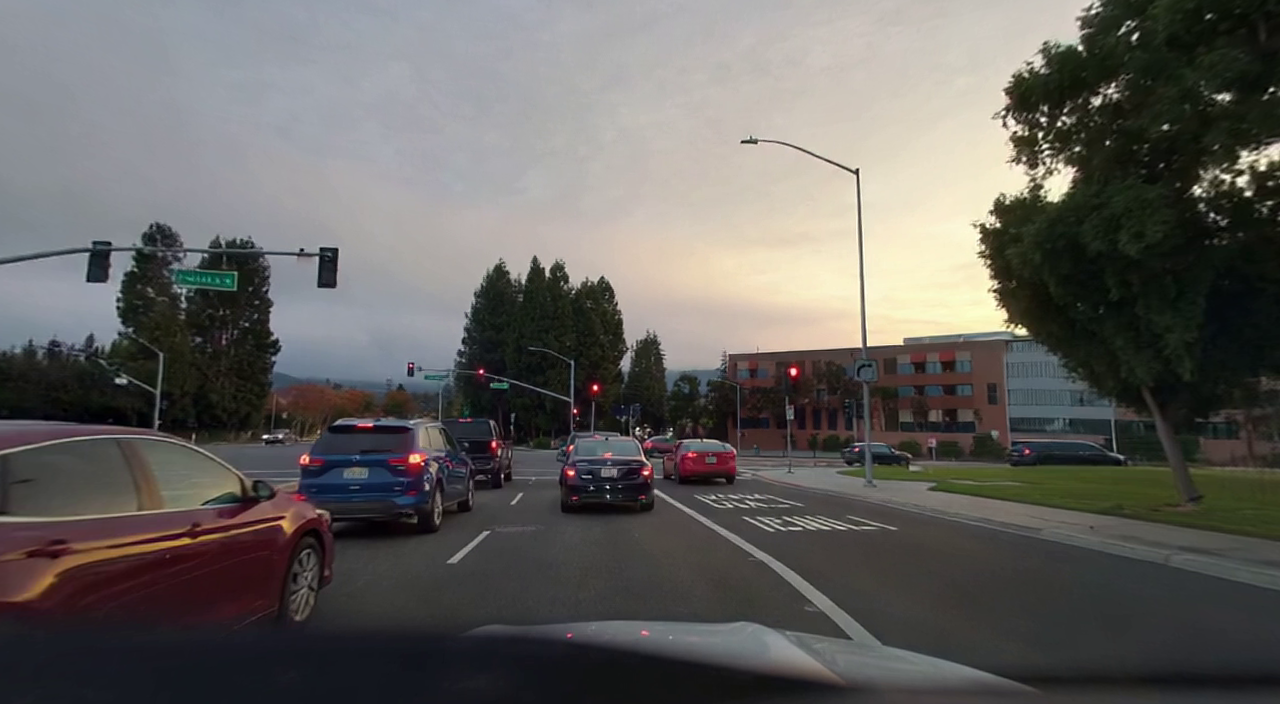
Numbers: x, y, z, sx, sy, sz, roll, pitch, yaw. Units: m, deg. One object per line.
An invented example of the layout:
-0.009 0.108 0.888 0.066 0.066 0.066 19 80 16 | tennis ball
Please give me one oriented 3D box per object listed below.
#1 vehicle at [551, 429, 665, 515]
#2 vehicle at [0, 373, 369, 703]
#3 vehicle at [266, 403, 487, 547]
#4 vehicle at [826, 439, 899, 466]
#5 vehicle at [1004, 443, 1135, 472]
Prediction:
-0.808 2.433 13.364 2.001 1.483 4.442 1 -9 -6 | vehicle
-3.186 0.946 2.800 2.105 1.510 4.643 0 -8 -3 | vehicle
-3.752 1.830 9.992 1.924 1.737 4.387 1 -9 -5 | vehicle
15.709 7.118 44.747 4.394 1.802 1.924 1 -9 -8 | vehicle
31.778 7.817 46.964 7.585 1.987 3.158 0 -8 -3 | vehicle
